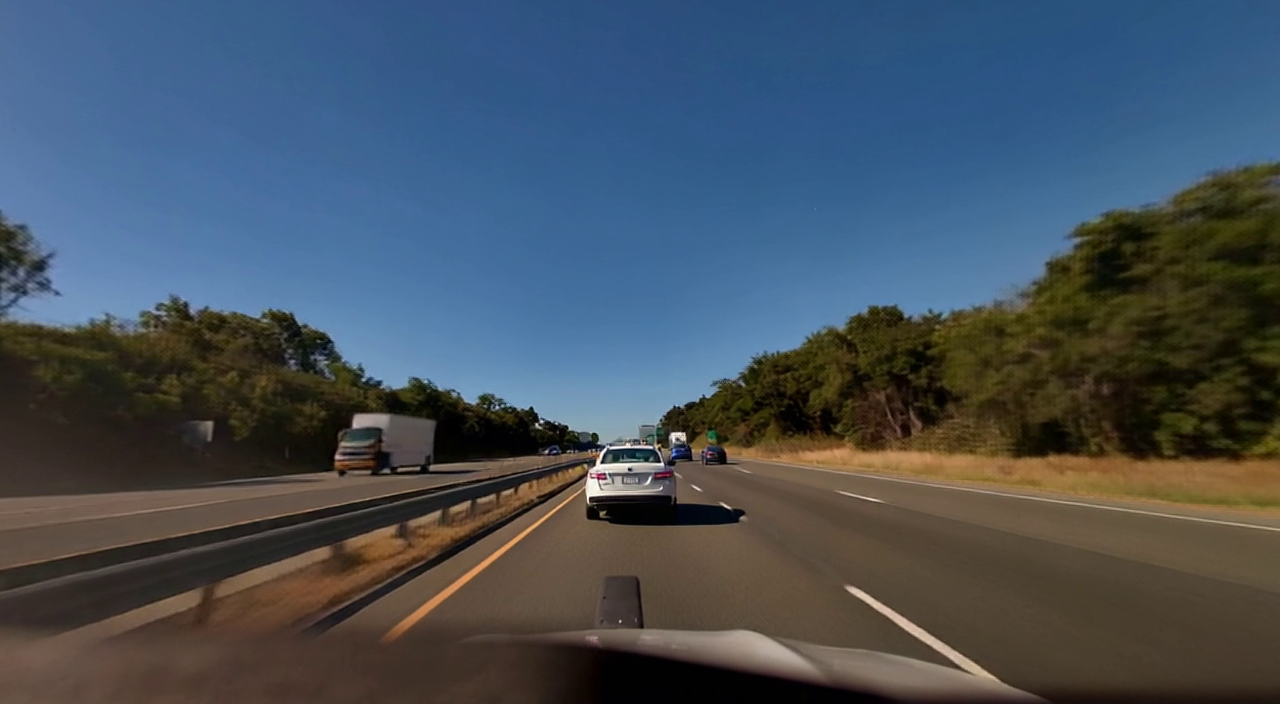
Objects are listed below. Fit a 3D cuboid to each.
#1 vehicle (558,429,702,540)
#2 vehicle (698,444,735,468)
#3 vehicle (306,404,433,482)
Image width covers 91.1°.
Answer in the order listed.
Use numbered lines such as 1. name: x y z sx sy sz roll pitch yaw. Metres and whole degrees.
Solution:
1. vehicle: -0.165 2.204 11.016 2.088 1.580 3.657 0 -9 -1
2. vehicle: 4.931 6.772 41.081 1.931 1.516 3.995 0 -9 0
3. vehicle: -13.300 4.656 31.888 2.757 3.414 7.910 -1 -9 1
